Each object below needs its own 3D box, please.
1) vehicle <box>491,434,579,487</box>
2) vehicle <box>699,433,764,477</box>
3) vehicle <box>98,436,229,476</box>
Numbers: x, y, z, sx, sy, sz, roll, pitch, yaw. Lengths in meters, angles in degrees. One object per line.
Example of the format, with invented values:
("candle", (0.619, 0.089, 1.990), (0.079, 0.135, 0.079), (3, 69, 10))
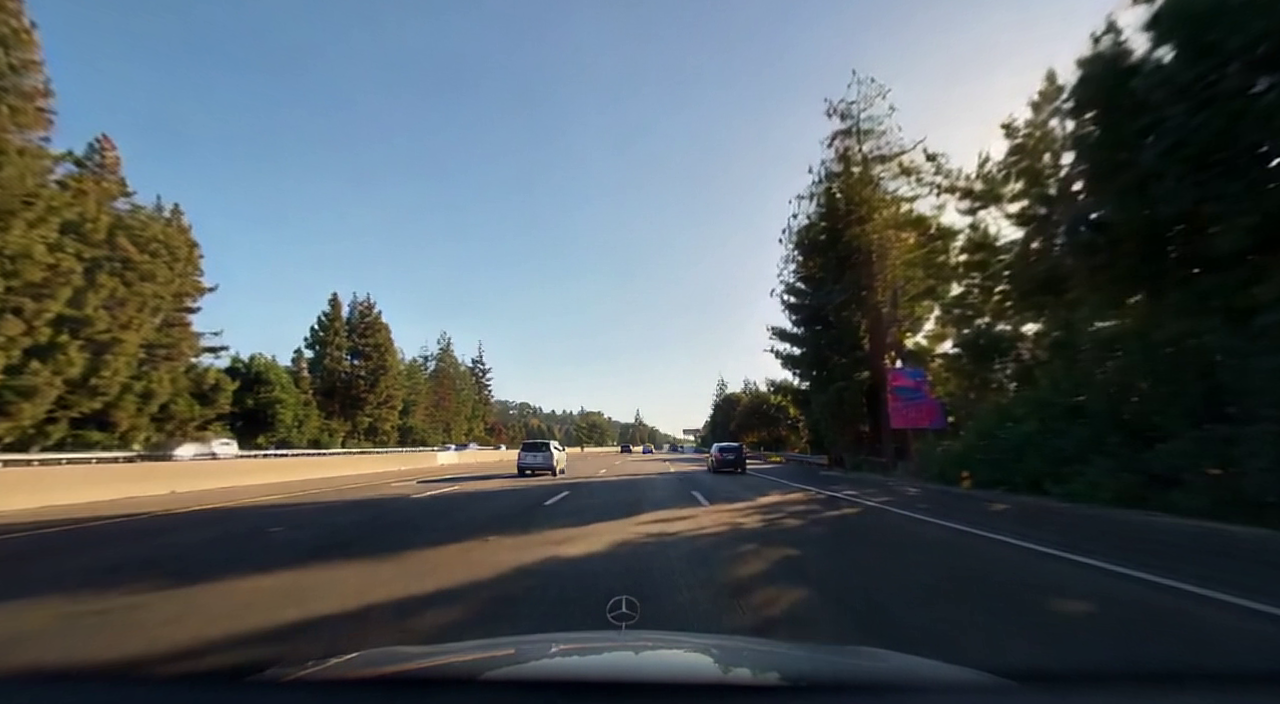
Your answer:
("vehicle", (-3.464, 3.687, 21.646), (2.166, 1.608, 4.297), (0, -8, 2))
("vehicle", (3.945, 4.541, 27.872), (2.149, 1.796, 4.487), (0, -8, -1))
("vehicle", (-21.210, 4.659, 28.294), (2.026, 1.632, 4.827), (0, -8, 1))
